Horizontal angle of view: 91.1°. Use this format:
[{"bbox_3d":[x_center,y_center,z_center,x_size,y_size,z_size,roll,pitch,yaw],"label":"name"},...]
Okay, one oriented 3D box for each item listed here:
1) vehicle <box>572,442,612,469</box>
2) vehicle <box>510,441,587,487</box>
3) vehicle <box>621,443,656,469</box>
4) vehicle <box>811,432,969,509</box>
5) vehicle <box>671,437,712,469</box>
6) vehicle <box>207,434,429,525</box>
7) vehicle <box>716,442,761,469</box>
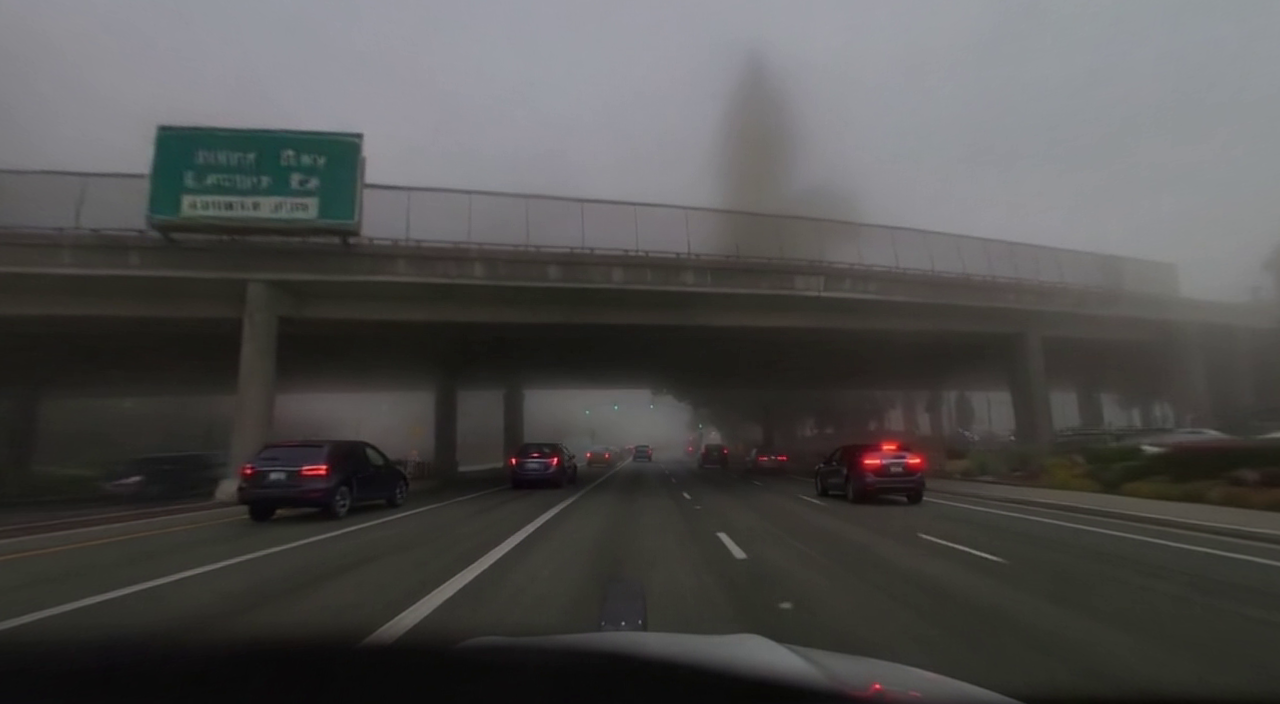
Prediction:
[{"bbox_3d":[-2.808,6.188,37.632,1.980,1.491,4.351,0,-8,0],"label":"vehicle"},{"bbox_3d":[-3.158,3.974,22.599,2.041,1.466,4.212,0,-8,1],"label":"vehicle"},{"bbox_3d":[-0.098,6.325,38.418,2.026,1.453,3.780,0,-8,0],"label":"vehicle"},{"bbox_3d":[5.984,2.872,15.729,2.056,1.624,4.498,0,-8,-1],"label":"vehicle"},{"bbox_3d":[3.004,6.018,37.627,2.034,1.762,4.420,0,-8,-1],"label":"vehicle"},{"bbox_3d":[-6.096,2.444,12.655,2.070,1.488,4.376,0,-8,1],"label":"vehicle"},{"bbox_3d":[6.002,6.341,38.609,1.924,1.527,4.268,0,-8,-2],"label":"vehicle"}]
